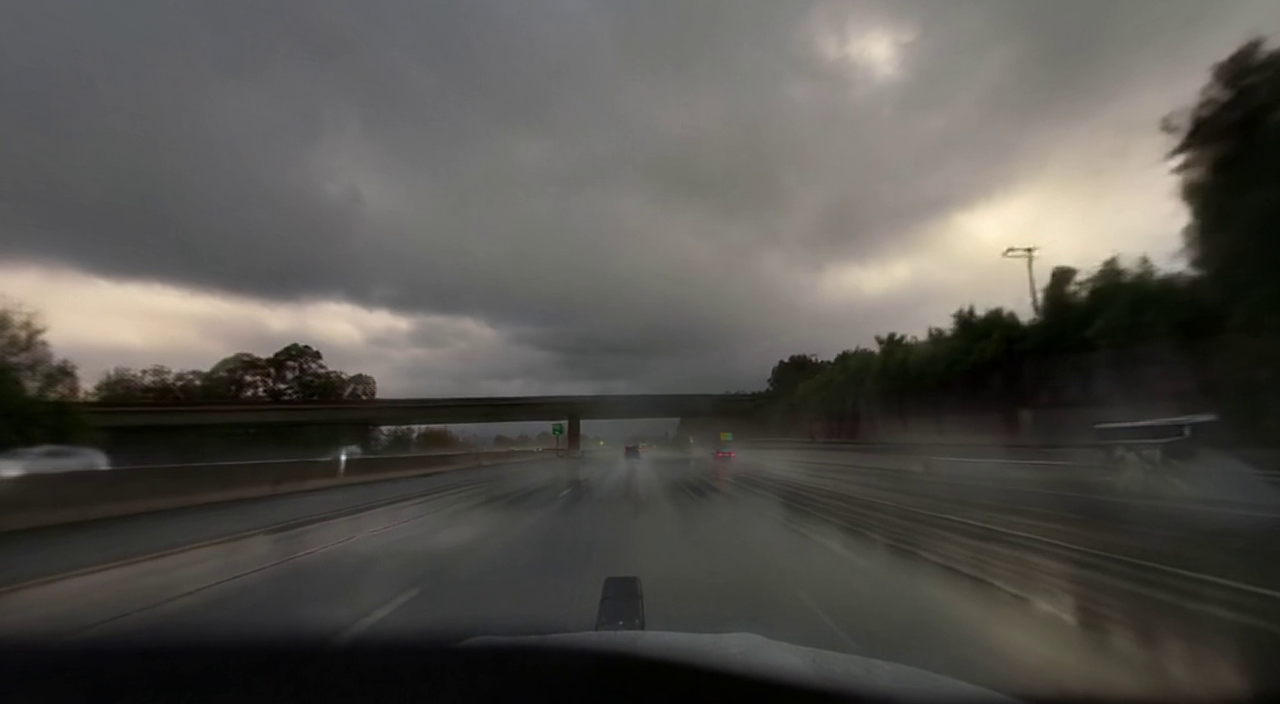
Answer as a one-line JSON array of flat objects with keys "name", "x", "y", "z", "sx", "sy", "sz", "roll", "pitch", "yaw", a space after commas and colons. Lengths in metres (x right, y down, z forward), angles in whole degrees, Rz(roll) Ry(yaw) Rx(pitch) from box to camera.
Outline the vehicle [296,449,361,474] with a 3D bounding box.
[{"name": "vehicle", "x": -19.769, "y": 6.957, "z": 40.324, "sx": 2.036, "sy": 1.510, "sz": 4.298, "roll": 0, "pitch": -9, "yaw": -1}]

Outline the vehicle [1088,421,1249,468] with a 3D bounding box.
[{"name": "vehicle", "x": 18.886, "y": 3.358, "z": 22.916, "sx": 1.916, "sy": 1.508, "sz": 4.485, "roll": 0, "pitch": -9, "yaw": 0}]
